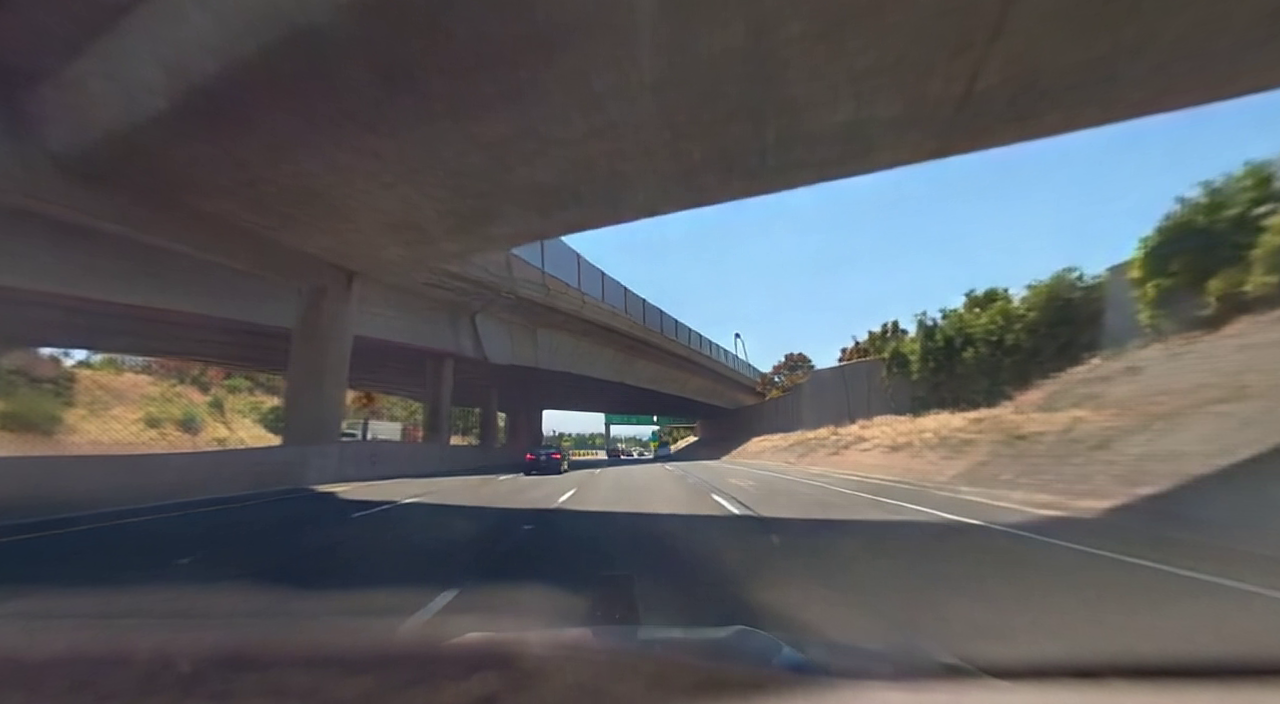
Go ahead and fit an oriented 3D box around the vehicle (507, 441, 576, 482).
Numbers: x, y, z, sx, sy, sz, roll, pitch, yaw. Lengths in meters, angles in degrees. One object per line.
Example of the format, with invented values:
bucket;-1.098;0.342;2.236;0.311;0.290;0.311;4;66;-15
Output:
vehicle;-3.858;4.355;25.453;2.037;1.514;4.335;0;-9;0
